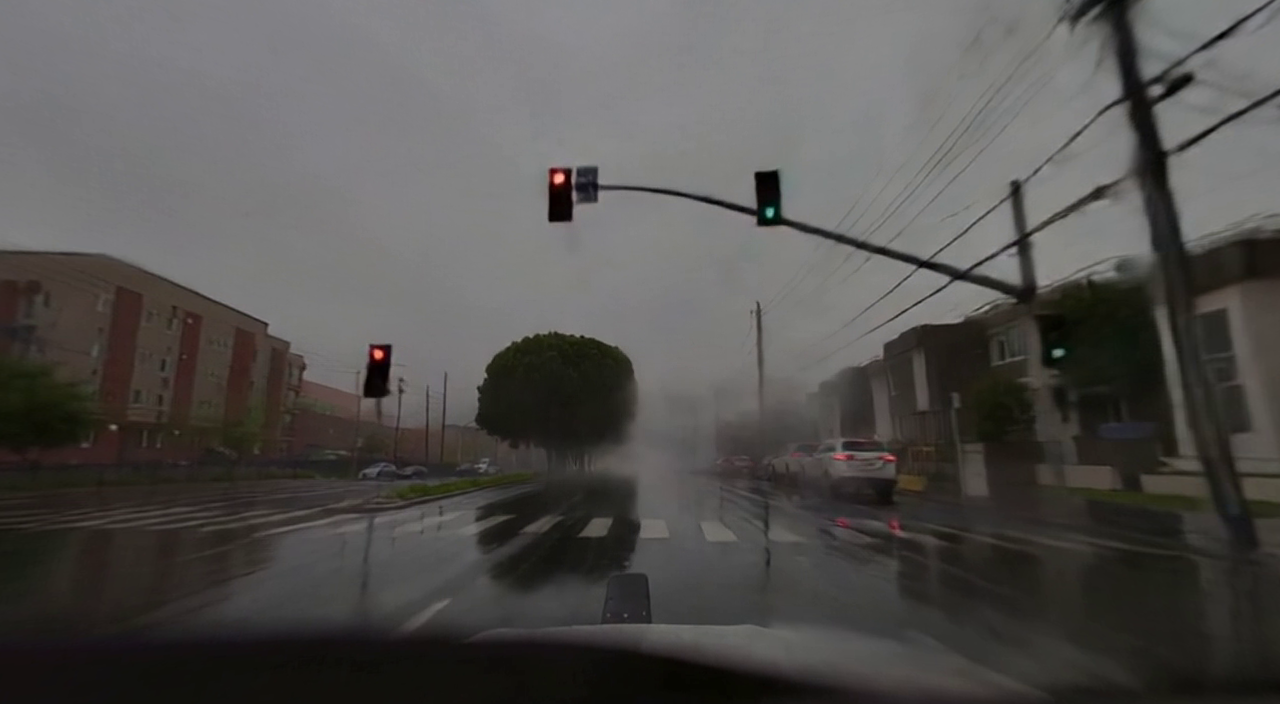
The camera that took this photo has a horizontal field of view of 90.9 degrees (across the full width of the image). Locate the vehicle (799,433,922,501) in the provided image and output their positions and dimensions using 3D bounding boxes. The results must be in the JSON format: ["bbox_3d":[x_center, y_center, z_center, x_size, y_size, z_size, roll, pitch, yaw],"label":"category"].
[{"bbox_3d":[6.860,3.613,20.336,2.148,1.904,4.910,0,-8,0],"label":"vehicle"}]

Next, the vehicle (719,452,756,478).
[{"bbox_3d":[7.210,8.403,47.125,1.998,1.819,4.621,0,-8,0],"label":"vehicle"}]
